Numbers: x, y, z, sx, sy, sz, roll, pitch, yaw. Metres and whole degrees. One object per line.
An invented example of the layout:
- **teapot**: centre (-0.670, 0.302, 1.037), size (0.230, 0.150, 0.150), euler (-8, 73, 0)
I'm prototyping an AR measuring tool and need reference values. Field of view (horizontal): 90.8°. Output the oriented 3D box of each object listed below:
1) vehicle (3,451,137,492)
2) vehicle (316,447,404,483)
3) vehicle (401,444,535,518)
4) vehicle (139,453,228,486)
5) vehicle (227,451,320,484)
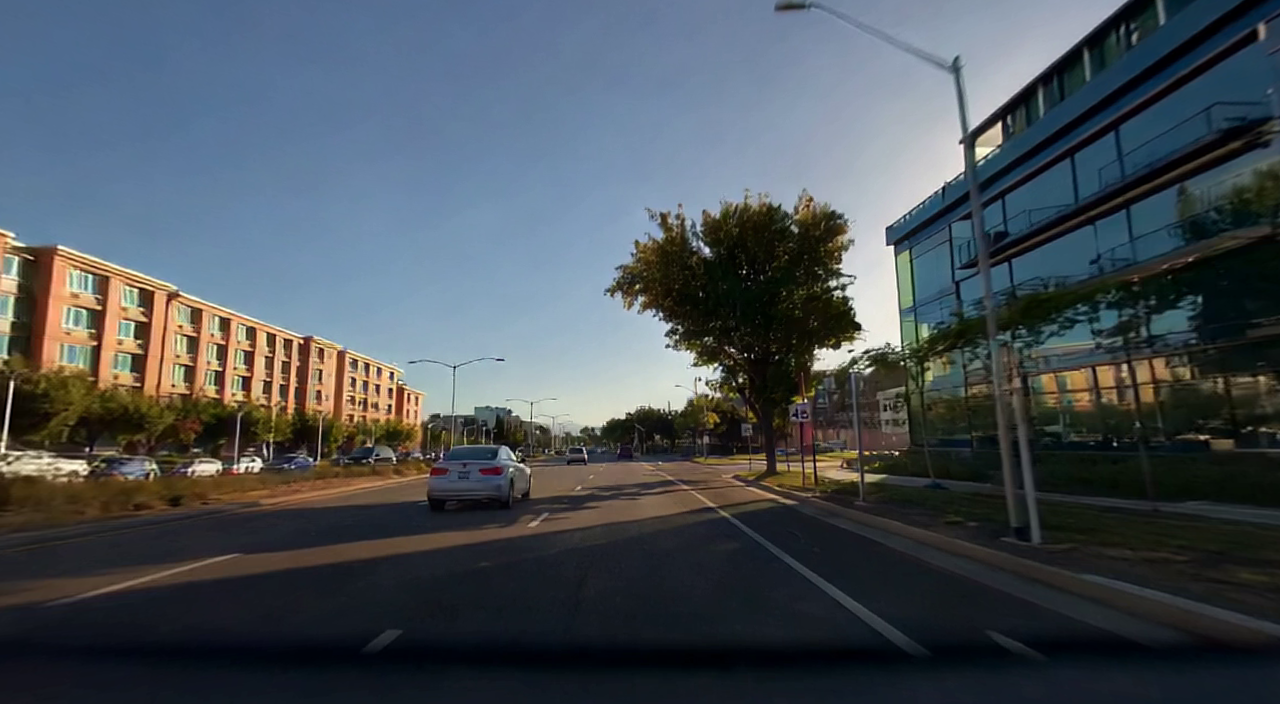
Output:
- **vehicle**: centre (-32.012, 6.680, 35.847), size (2.226, 2.042, 5.984), euler (0, -9, -3)
- **vehicle**: centre (-13.240, 5.340, 30.249), size (2.123, 1.585, 4.856), euler (0, -8, -2)
- **vehicle**: centre (-3.848, 2.932, 15.001), size (2.025, 1.474, 4.292), euler (0, -8, -1)
- **vehicle**: centre (-27.088, 6.939, 37.704), size (2.022, 1.764, 4.492), euler (-1, -8, -1)
- **vehicle**: centre (-19.822, 6.219, 34.453), size (2.098, 1.590, 4.929), euler (0, -8, 0)
